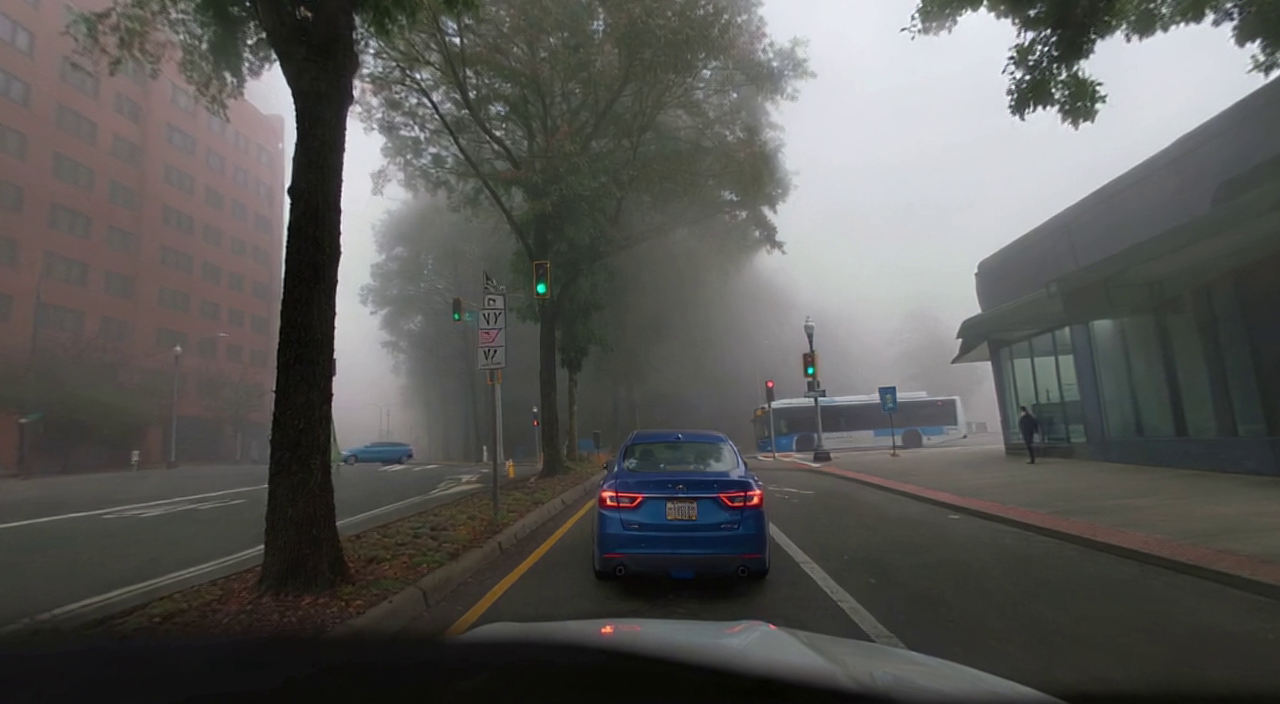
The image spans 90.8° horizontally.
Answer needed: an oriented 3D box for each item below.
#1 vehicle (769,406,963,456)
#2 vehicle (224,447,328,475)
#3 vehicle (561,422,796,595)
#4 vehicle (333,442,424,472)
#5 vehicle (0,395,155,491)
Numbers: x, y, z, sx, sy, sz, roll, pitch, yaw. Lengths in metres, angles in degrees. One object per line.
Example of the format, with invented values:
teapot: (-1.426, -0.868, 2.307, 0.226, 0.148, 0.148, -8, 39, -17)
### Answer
vehicle: (17.325, 6.169, 49.242, 13.811, 3.706, 2.997, 0, -9, 2)
vehicle: (-20.913, 6.249, 36.513, 1.883, 1.461, 4.830, -5, -10, 28)
vehicle: (0.366, 1.630, 7.393, 2.006, 1.470, 3.799, 0, -8, 1)
vehicle: (-15.401, 6.153, 37.373, 1.892, 1.645, 4.561, -8, -12, 44)
vehicle: (-25.945, 3.644, 25.342, 2.692, 3.685, 10.153, -3, -9, 20)
